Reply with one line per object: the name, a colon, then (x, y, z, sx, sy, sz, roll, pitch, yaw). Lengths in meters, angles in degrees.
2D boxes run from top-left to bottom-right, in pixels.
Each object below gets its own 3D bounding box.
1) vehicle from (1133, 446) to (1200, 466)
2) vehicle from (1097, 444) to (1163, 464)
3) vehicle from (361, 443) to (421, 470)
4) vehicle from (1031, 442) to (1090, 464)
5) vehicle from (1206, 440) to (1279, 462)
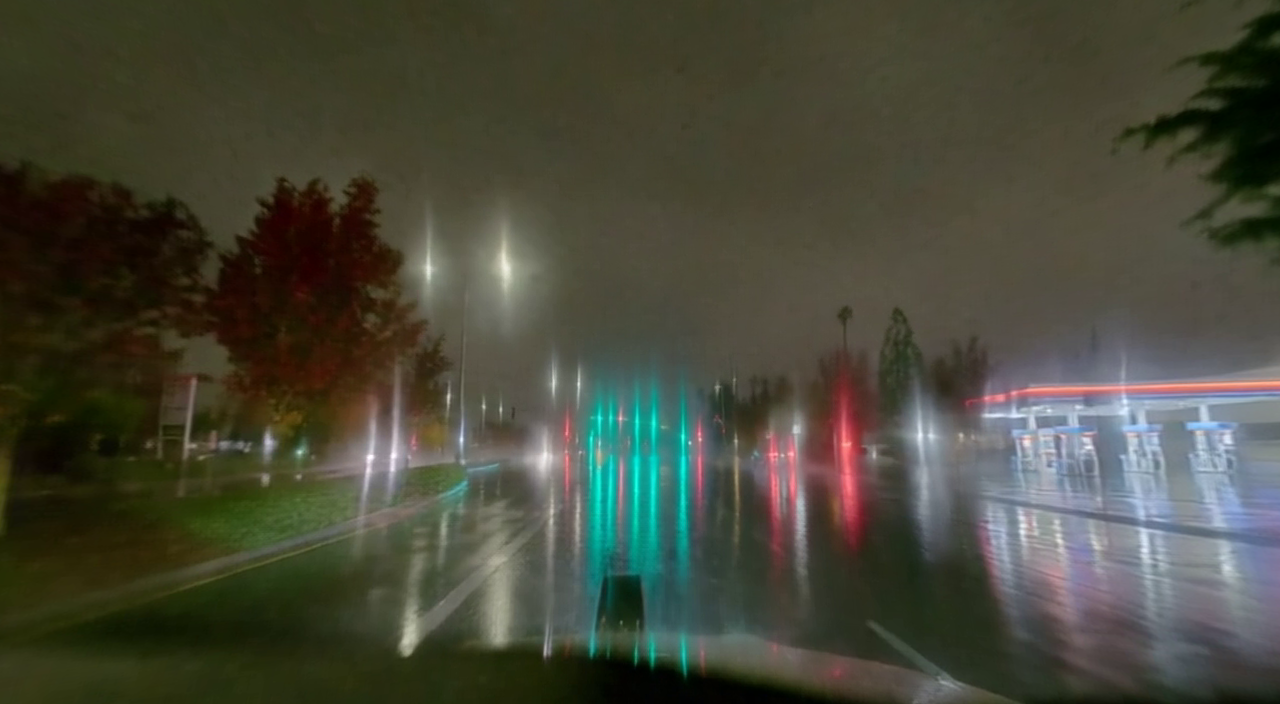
vehicle: (39.004, 7.701, 46.881, 1.653, 1.421, 3.632, 0, -9, -4)
vehicle: (36.545, 7.619, 47.225, 1.665, 1.442, 3.759, 1, -8, -4)
vehicle: (-15.760, 6.625, 40.219, 1.916, 1.620, 4.408, 0, -8, 1)
vehicle: (30.883, 7.462, 46.486, 1.591, 1.491, 4.005, -2, -9, 1)
vehicle: (45.297, 7.357, 47.257, 1.825, 1.570, 4.351, 0, -8, 0)
